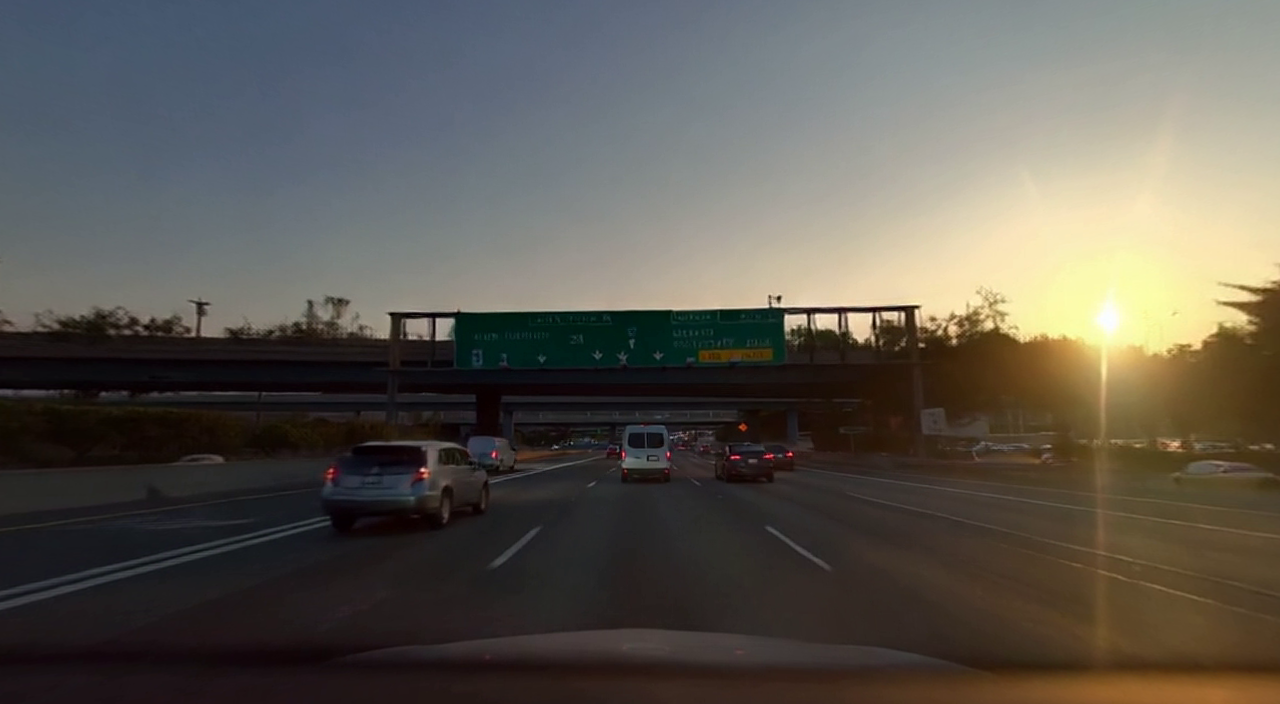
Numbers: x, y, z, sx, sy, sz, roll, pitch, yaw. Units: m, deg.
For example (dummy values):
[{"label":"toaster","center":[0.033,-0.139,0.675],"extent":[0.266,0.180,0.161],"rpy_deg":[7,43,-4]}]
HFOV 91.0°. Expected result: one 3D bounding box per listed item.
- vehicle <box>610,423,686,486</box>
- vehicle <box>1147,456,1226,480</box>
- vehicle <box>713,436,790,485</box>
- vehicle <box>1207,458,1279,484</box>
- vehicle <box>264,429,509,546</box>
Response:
[{"label":"vehicle","center":[0.248,3.736,23.169],"extent":[2.509,2.062,4.639],"rpy_deg":[0,-9,0]},{"label":"vehicle","center":[37.936,8.067,43.745],"extent":[3.659,1.460,1.731],"rpy_deg":[-3,-8,6]},{"label":"vehicle","center":[4.127,4.120,24.144],"extent":[2.146,1.678,4.489],"rpy_deg":[0,-9,0]},{"label":"vehicle","center":[37.424,7.261,38.396],"extent":[3.668,1.460,1.751],"rpy_deg":[-1,-9,11]},{"label":"vehicle","center":[-3.890,2.173,10.856],"extent":[2.173,1.542,4.781],"rpy_deg":[0,-9,1]}]
